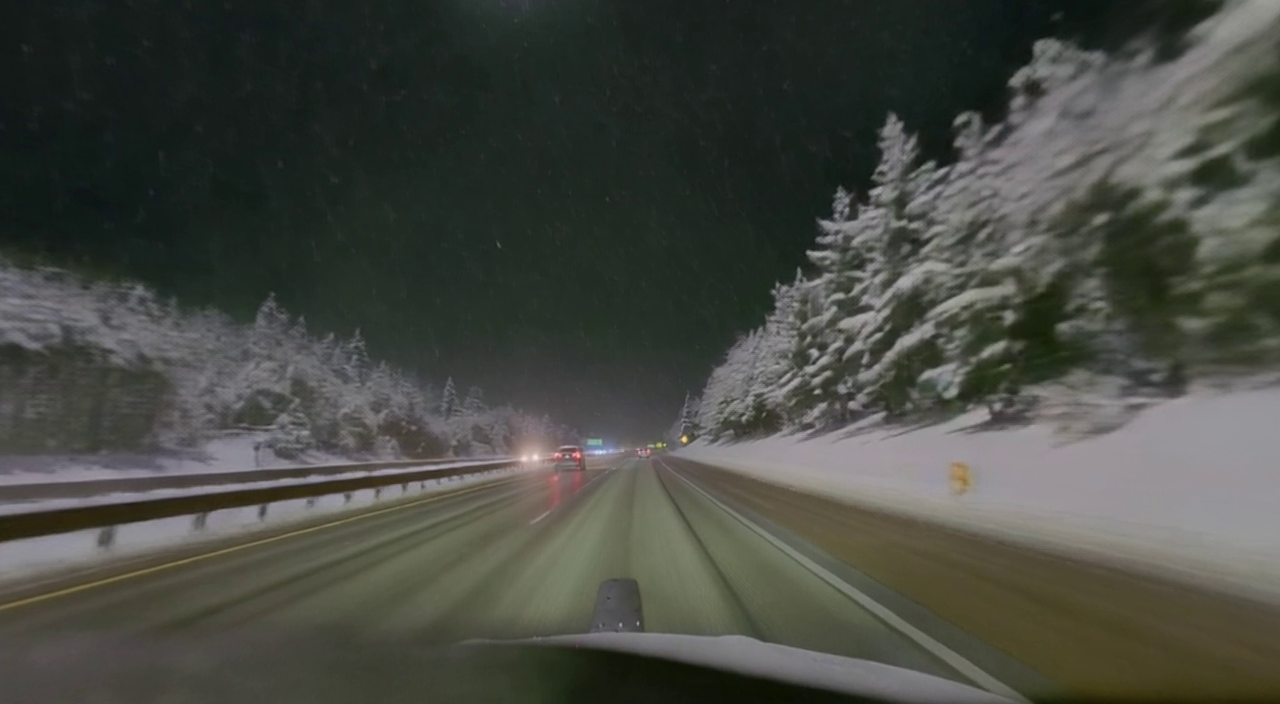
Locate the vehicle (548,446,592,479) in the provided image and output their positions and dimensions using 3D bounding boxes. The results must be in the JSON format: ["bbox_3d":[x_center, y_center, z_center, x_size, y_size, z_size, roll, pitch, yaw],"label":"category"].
[{"bbox_3d":[-3.638,5.794,33.335,1.846,1.600,4.108,-1,-9,0],"label":"vehicle"}]
